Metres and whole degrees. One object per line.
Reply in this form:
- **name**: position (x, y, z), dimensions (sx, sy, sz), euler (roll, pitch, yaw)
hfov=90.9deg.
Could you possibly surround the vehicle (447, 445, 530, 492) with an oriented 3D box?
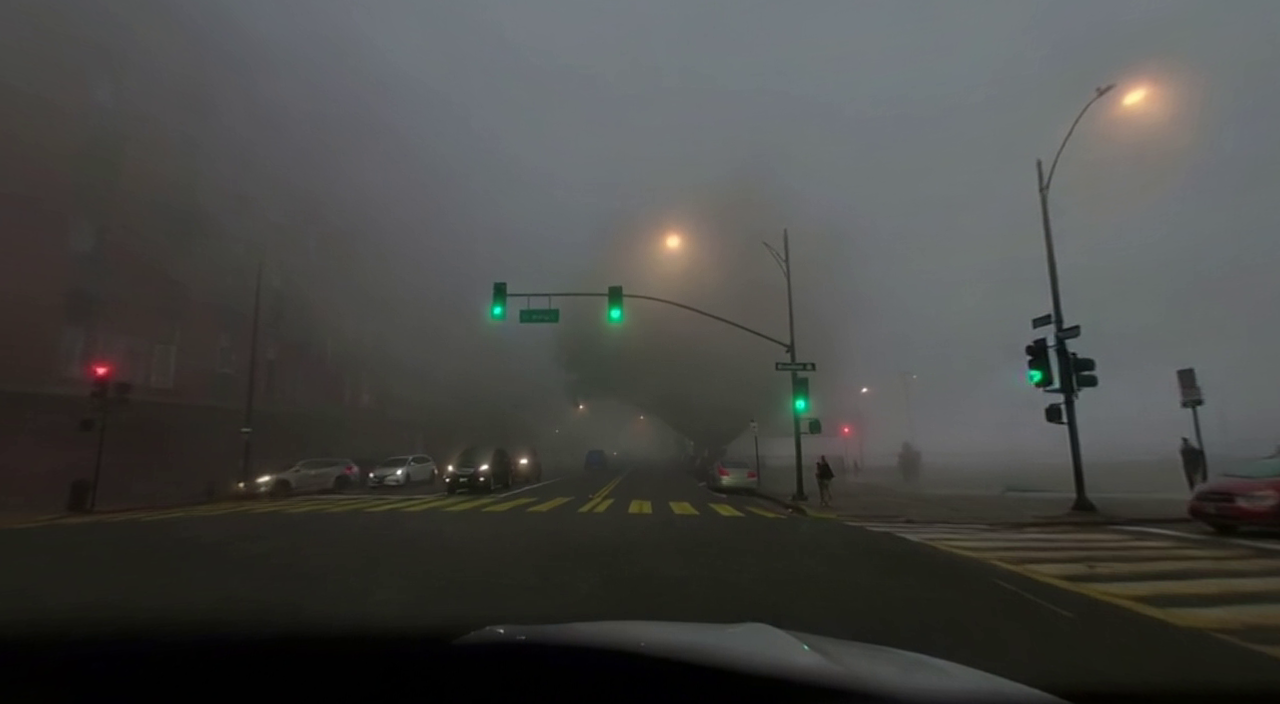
- **vehicle**: position (-5.576, 4.328, 23.801), dimensions (1.942, 1.559, 4.298), euler (0, -8, 2)

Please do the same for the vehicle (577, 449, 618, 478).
- **vehicle**: position (-2.335, 6.263, 35.621), dimensions (1.973, 1.496, 3.713), euler (0, -8, 1)

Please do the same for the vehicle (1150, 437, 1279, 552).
- **vehicle**: position (11.363, 2.247, 10.290), dimensions (4.288, 1.689, 1.909), euler (0, -8, 3)

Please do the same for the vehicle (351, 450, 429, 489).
- **vehicle**: position (-11.724, 5.505, 29.884), dimensions (1.933, 1.628, 3.973), euler (0, -8, 2)

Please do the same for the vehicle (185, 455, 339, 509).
- **vehicle**: position (-12.249, 4.207, 20.892), dimensions (1.934, 1.434, 4.636), euler (-1, -8, 5)

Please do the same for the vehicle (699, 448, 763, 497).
- **vehicle**: position (3.629, 4.869, 25.812), dimensions (1.924, 1.765, 3.954), euler (0, -8, -1)
